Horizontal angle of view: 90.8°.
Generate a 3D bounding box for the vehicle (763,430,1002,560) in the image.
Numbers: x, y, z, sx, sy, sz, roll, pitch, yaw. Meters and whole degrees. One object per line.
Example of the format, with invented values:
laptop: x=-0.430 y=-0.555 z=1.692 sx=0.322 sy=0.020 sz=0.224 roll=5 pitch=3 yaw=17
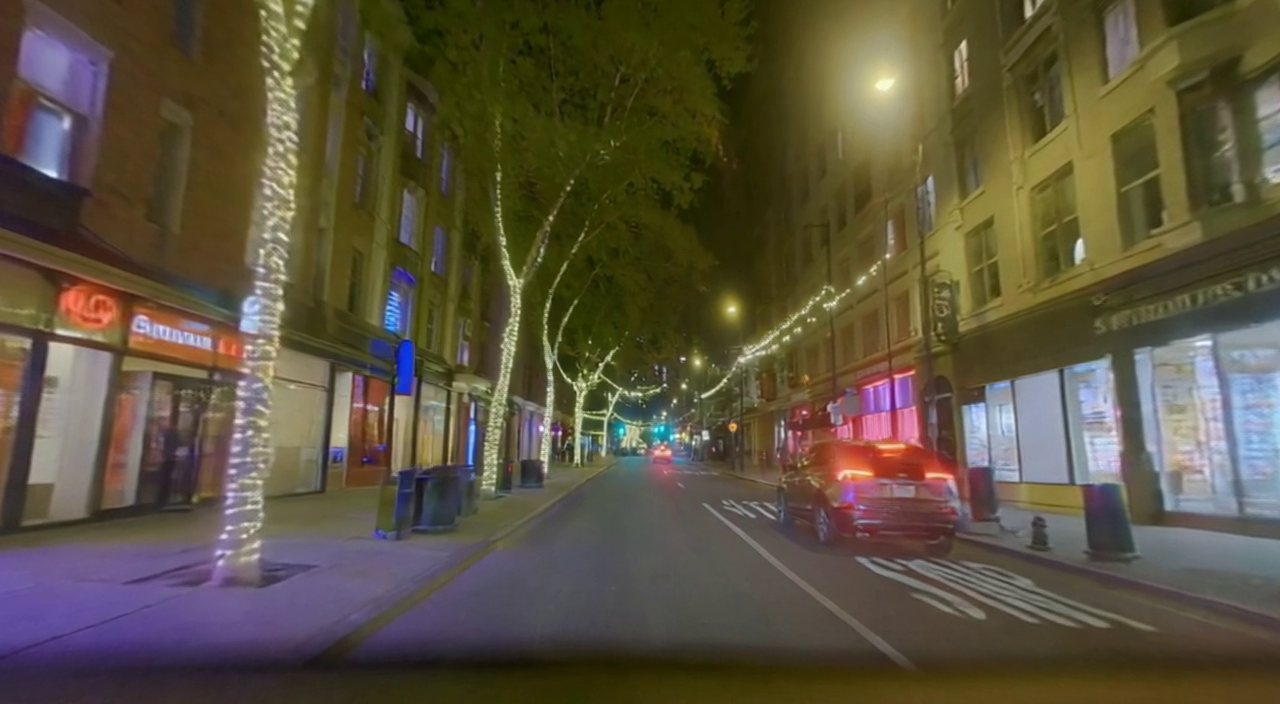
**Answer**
vehicle: x=3.394 y=2.072 z=9.953 sx=1.971 sy=1.559 sz=4.326 roll=0 pitch=-8 yaw=-1
